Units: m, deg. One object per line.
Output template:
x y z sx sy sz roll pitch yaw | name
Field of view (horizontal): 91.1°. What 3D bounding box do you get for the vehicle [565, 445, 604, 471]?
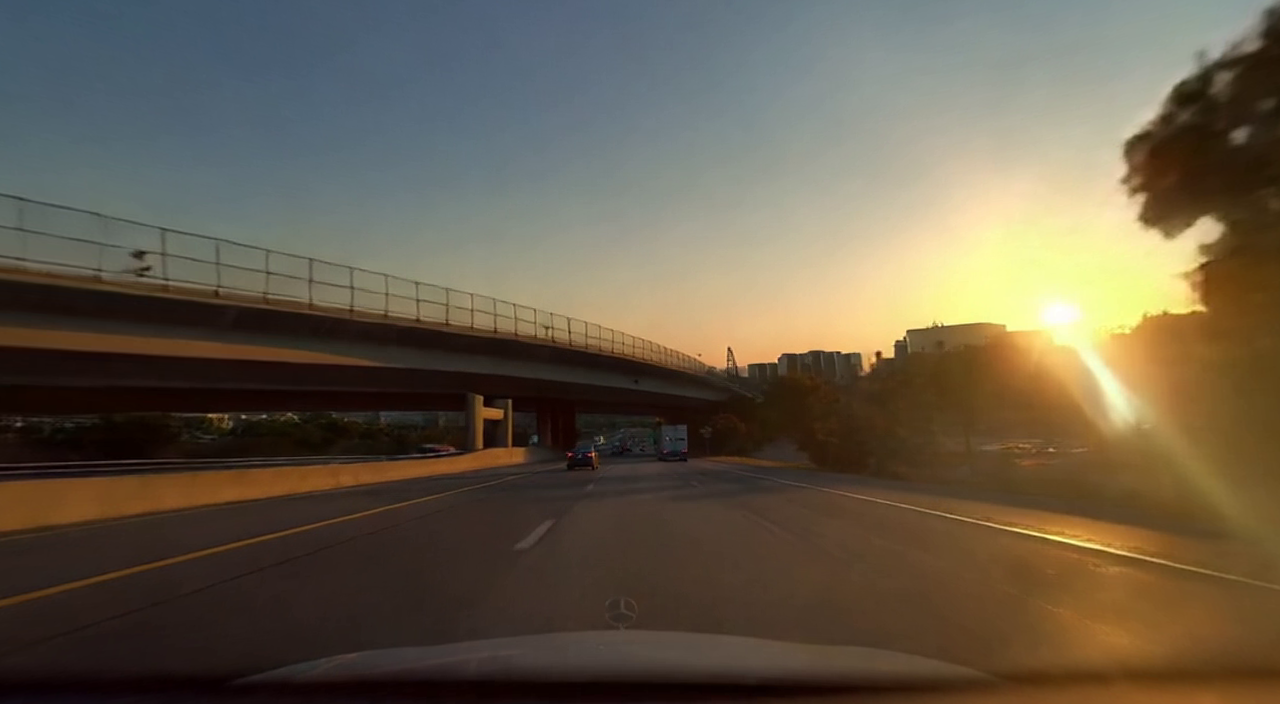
-3.404 6.630 39.395 2.100 1.525 4.179 0 -9 -1 | vehicle
